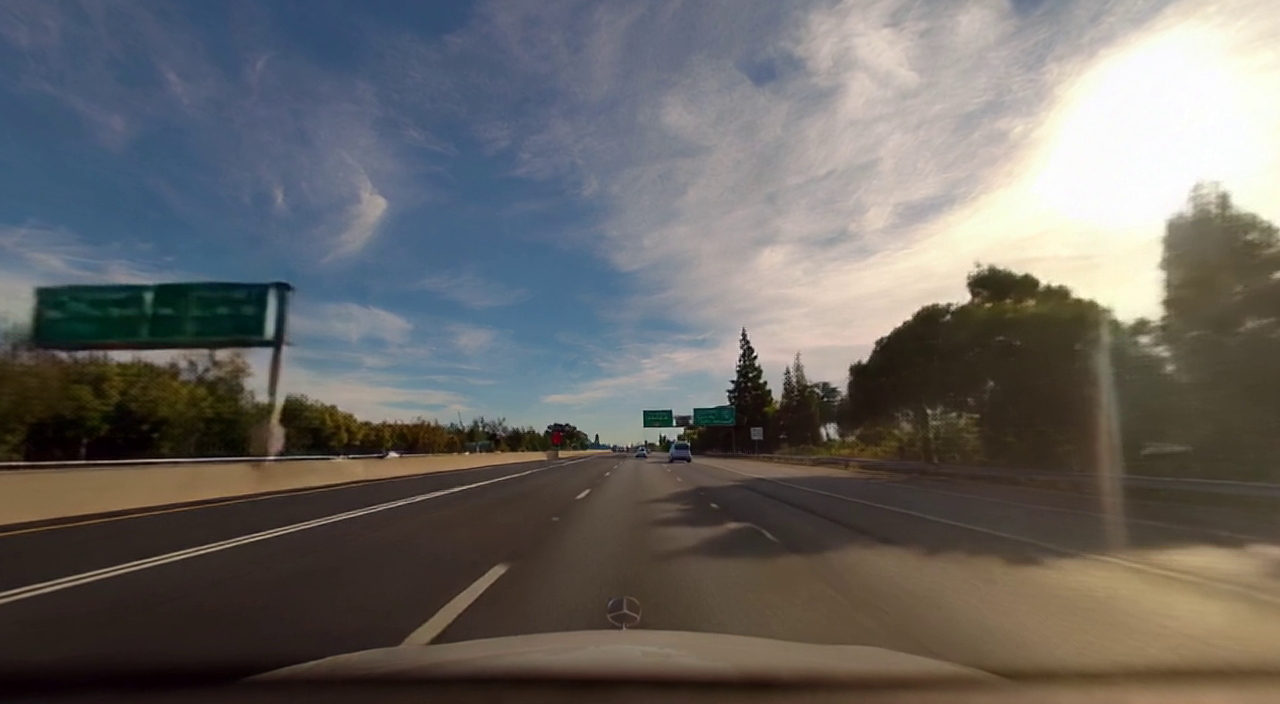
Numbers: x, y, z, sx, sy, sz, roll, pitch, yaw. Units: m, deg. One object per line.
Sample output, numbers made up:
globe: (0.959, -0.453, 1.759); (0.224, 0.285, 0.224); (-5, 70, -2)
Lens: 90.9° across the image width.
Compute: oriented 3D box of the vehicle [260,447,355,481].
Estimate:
vehicle: (-15.493, 5.223, 29.668); (1.903, 1.486, 4.666); (0, -9, 0)
